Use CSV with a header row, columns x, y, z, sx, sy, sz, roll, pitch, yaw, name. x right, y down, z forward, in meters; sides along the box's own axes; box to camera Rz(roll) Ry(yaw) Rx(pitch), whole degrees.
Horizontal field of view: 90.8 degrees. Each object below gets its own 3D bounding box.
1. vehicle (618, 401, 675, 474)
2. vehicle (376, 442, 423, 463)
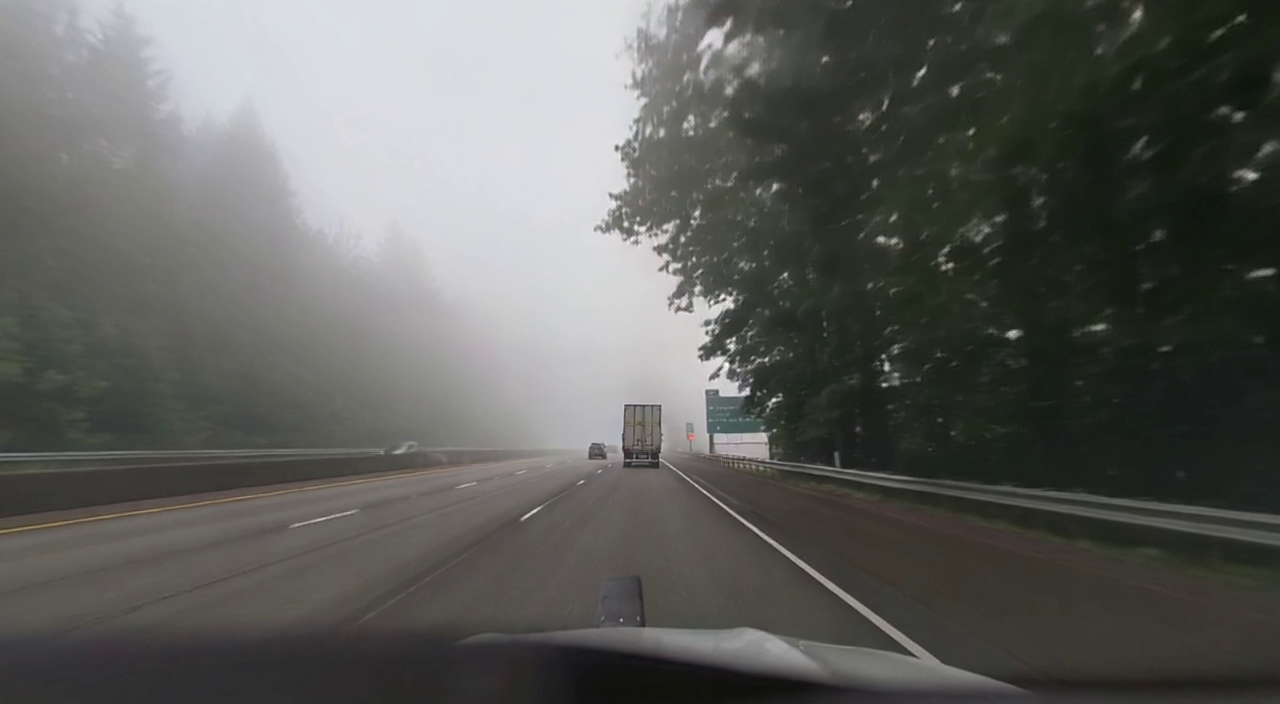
x,y,z,sx,sy,sz,roll,pitch,yaw,name
0.198,5.424,39.138,2.976,3.800,12.335,0,-9,-1,vehicle
-18.793,7.878,49.472,1.851,1.475,4.593,0,-9,0,vehicle
